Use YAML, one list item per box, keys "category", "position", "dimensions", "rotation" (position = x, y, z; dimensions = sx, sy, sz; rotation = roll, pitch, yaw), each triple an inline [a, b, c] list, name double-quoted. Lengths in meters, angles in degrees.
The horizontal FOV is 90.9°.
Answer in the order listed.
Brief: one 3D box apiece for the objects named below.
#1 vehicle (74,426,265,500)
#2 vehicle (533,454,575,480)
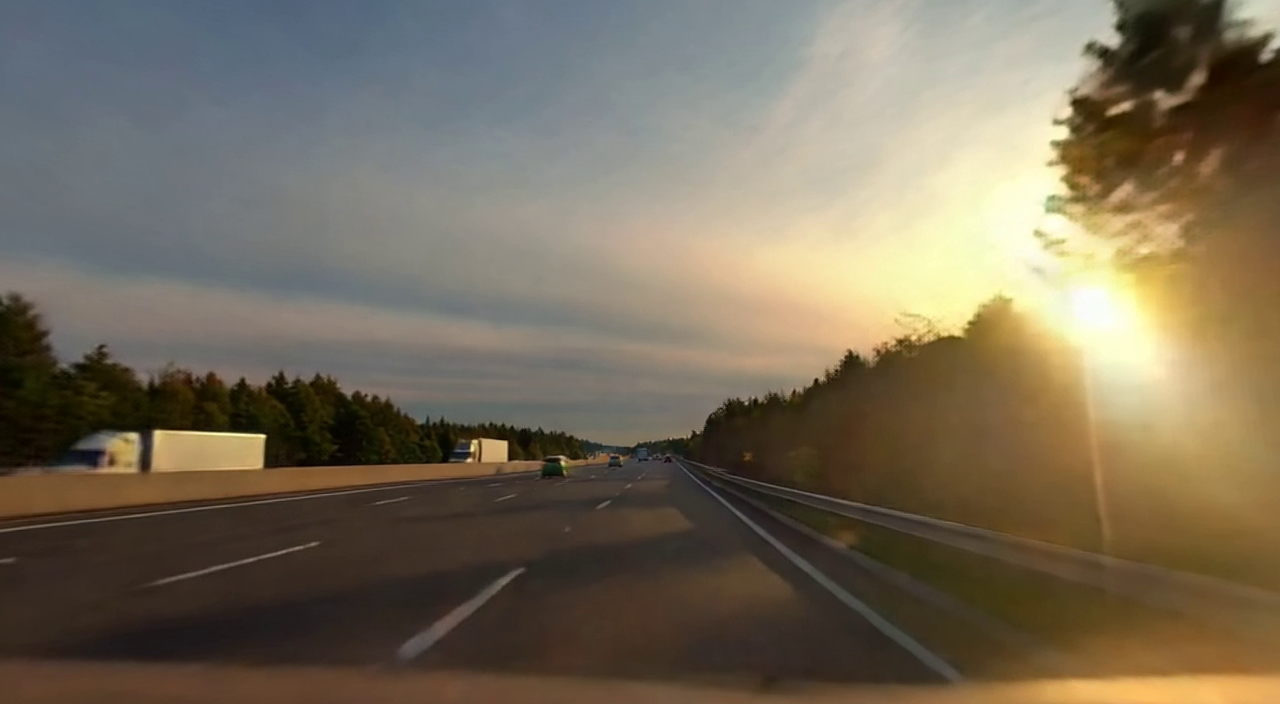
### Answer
- category: "vehicle"
  position: [-26.961, 6.436, 37.210]
  dimensions: [2.951, 3.729, 10.497]
  rotation: [0, -9, 1]
- category: "vehicle"
  position: [-5.617, 7.557, 41.726]
  dimensions: [1.996, 1.579, 4.439]
  rotation: [-1, -9, 3]
